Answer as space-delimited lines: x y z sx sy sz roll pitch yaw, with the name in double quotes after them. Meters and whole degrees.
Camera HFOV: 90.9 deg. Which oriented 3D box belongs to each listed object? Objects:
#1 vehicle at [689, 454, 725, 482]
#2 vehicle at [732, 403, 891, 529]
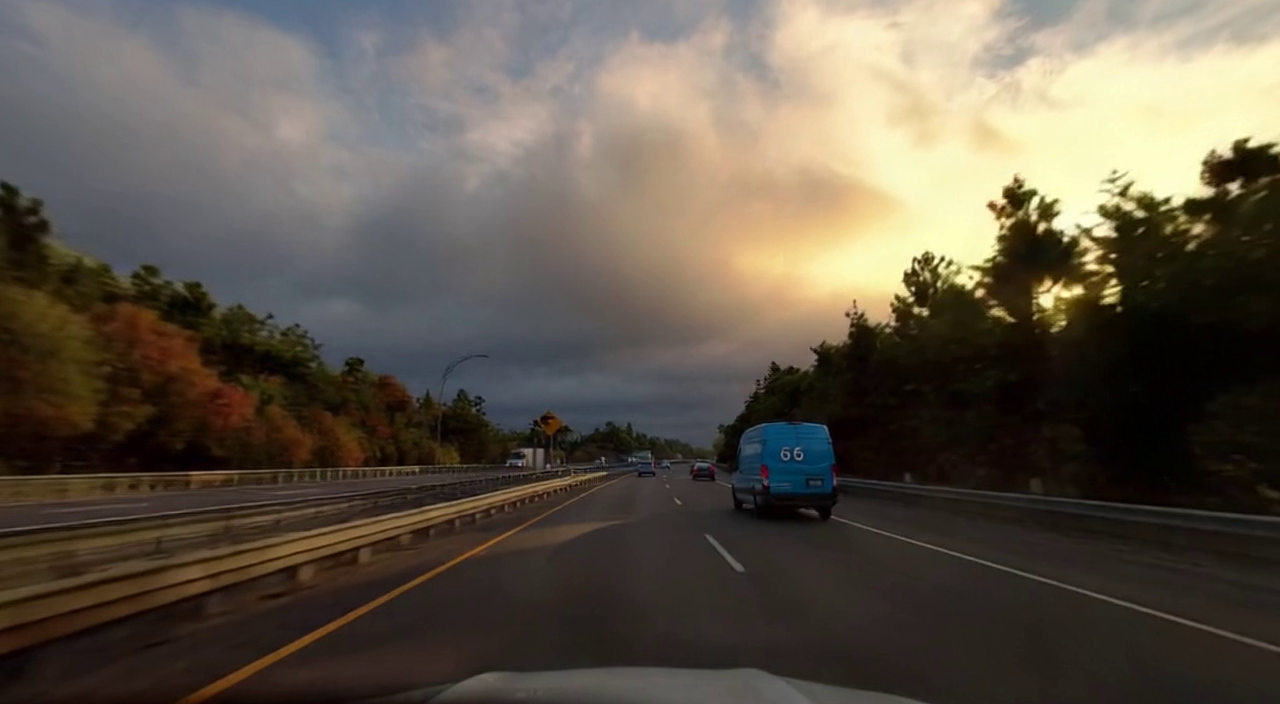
4.978 8.722 47.379 2.224 1.997 4.652 0 -11 1 "vehicle"
4.013 2.925 16.171 2.366 2.595 5.793 1 -11 -1 "vehicle"
